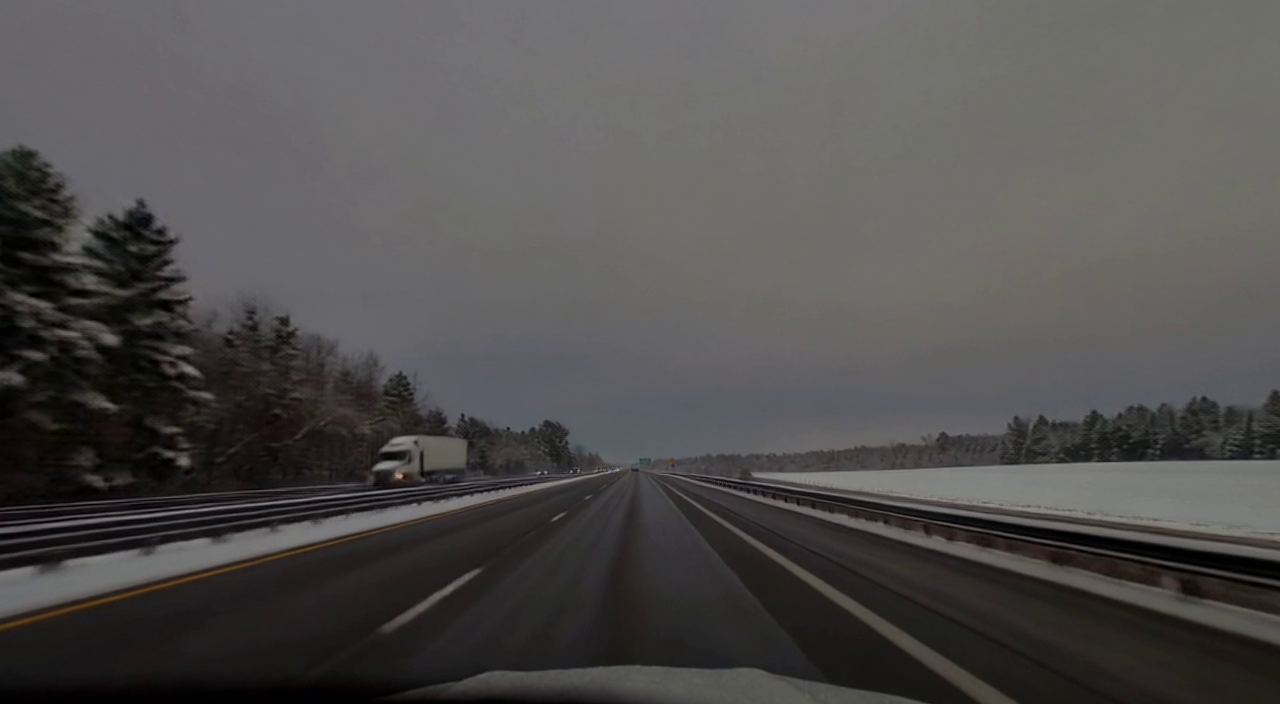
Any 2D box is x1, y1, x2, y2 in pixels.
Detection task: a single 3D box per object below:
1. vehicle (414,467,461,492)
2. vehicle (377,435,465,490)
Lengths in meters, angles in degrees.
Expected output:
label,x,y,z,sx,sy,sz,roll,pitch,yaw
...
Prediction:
label,x,y,z,sx,sy,sz,roll,pitch,yaw
vehicle,-12.140,7.631,37.919,1.694,1.388,3.382,1,-10,-1
vehicle,-16.585,8.598,48.865,2.932,3.708,10.622,1,-10,0
